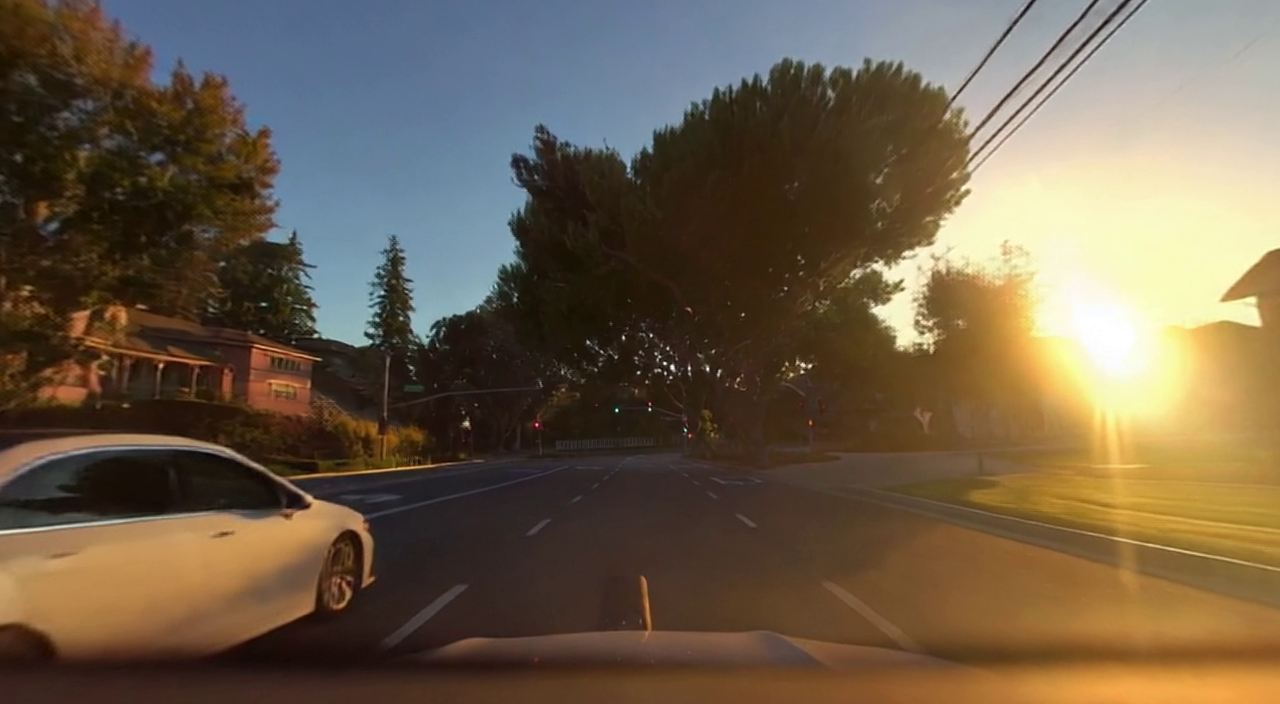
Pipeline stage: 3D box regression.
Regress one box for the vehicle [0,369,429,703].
[{"bbox_3d":[-3.266,1.087,3.796,2.139,1.564,4.901,0,-9,2],"label":"vehicle"}]
